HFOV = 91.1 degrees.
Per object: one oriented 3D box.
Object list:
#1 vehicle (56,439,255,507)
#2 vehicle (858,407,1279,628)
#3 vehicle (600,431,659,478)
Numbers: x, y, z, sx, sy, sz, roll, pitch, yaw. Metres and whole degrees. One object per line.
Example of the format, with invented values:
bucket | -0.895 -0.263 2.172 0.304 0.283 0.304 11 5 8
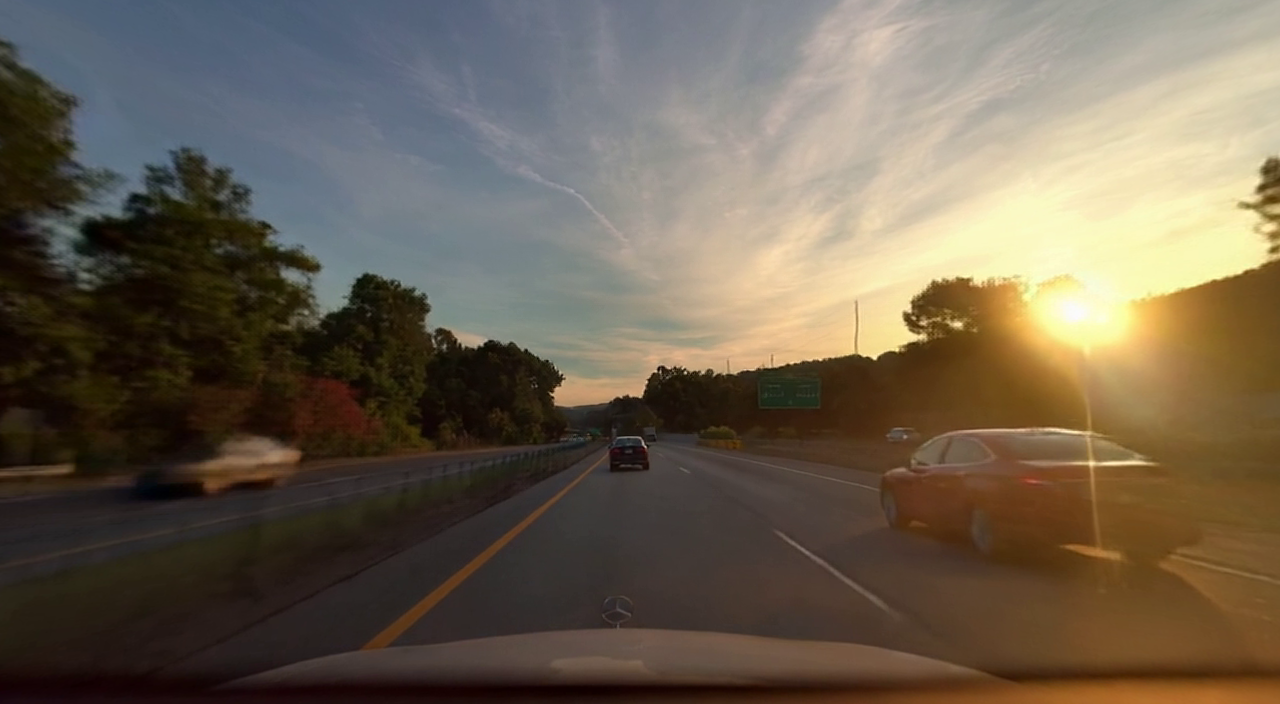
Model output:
vehicle | -13.234 3.273 17.640 1.989 1.629 4.528 0 -8 0
vehicle | 4.099 1.429 6.550 2.010 1.508 4.285 0 -8 -1
vehicle | -0.360 3.543 22.057 1.897 1.479 3.724 0 -8 -1
